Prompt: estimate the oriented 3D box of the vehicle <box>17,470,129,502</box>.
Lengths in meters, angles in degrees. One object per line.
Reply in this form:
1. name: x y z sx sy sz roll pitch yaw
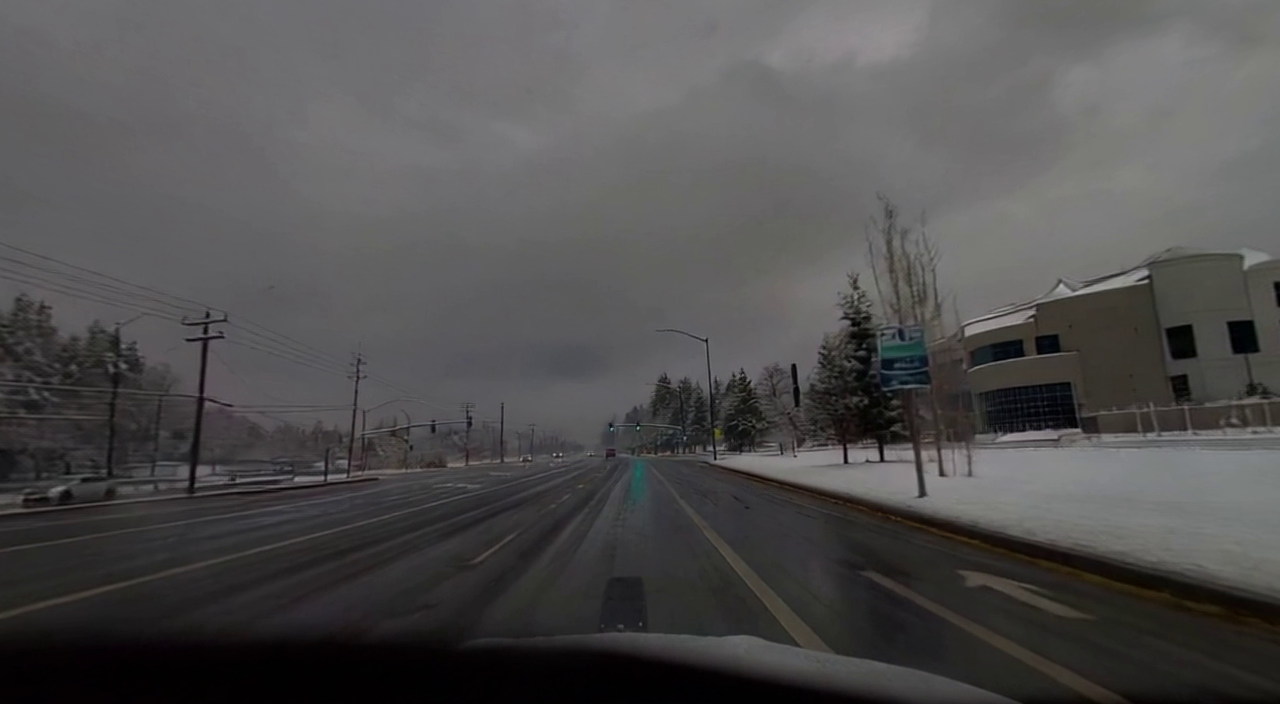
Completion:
1. vehicle: -32.299 7.648 36.151 2.013 1.496 4.799 0 -9 0
